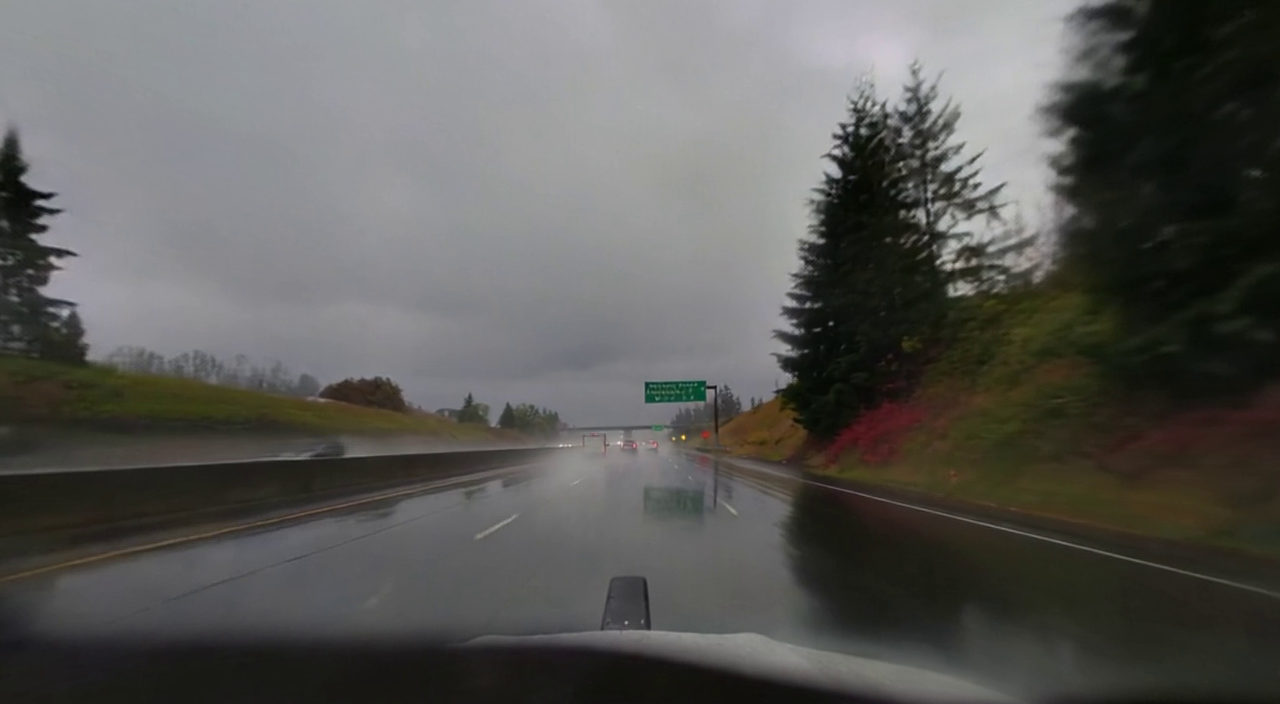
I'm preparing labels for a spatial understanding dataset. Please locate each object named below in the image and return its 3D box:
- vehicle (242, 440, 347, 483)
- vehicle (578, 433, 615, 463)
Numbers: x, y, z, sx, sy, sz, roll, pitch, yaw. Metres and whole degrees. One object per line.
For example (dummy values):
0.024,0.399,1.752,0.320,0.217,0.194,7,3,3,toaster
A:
-16.803,5.319,30.991,2.167,1.922,5.322,0,-8,0,vehicle
-3.104,6.921,45.541,2.286,2.011,4.452,0,-8,1,vehicle
